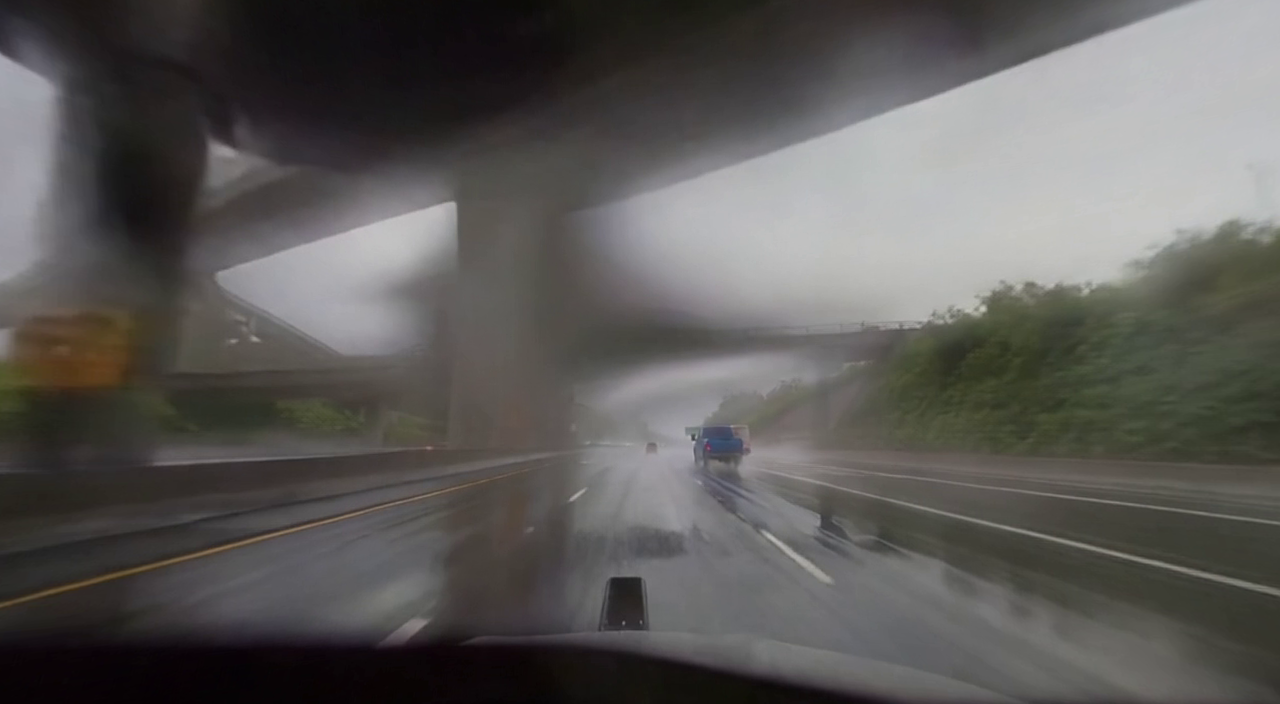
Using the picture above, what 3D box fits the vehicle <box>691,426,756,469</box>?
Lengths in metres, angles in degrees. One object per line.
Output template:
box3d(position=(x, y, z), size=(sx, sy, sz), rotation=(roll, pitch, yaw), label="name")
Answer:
box3d(position=(4.188, 4.965, 32.733), size=(2.505, 2.020, 5.532), rotation=(0, -8, -1), label="vehicle")
